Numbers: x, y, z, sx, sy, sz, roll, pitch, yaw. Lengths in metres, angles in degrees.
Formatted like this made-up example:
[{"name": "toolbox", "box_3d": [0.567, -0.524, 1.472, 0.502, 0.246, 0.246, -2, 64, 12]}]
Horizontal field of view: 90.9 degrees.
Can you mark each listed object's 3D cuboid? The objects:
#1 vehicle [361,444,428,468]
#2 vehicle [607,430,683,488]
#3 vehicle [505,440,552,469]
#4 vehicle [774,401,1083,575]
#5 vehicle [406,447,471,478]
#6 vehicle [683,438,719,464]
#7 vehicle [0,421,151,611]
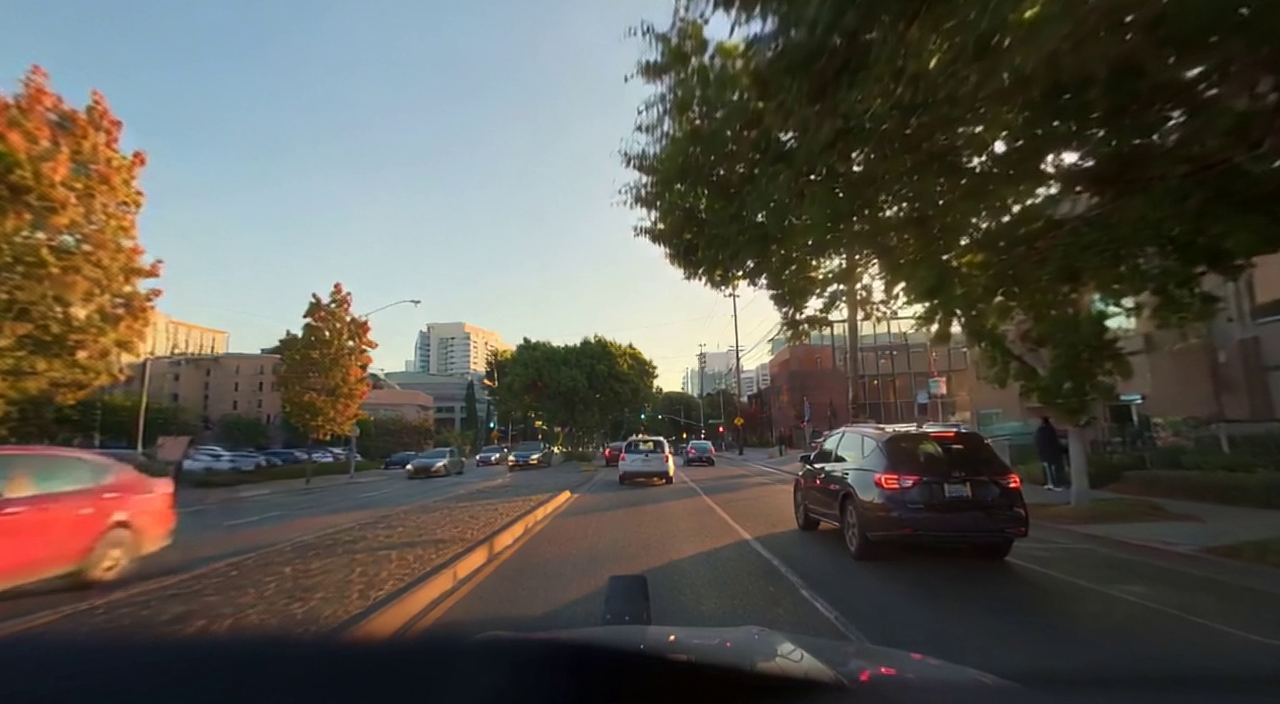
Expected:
[{"name": "vehicle", "box_3d": [-18.719, 7.941, 48.191, 4.290, 1.510, 2.006, -3, -9, 1]}, {"name": "vehicle", "box_3d": [0.147, 3.409, 20.396, 2.200, 1.653, 4.127, 0, -8, 0]}, {"name": "vehicle", "box_3d": [-6.774, 6.270, 38.775, 2.008, 1.638, 4.552, 0, -8, 0]}, {"name": "vehicle", "box_3d": [3.354, 1.689, 8.586, 2.024, 1.711, 4.512, 0, -8, 0]}, {"name": "vehicle", "box_3d": [-10.488, 5.767, 33.210, 1.967, 1.494, 4.483, 0, -9, 0]}, {"name": "vehicle", "box_3d": [3.777, 6.203, 39.564, 1.880, 1.503, 4.130, 0, -9, 0]}, {"name": "vehicle", "box_3d": [-6.680, 1.397, 5.140, 1.936, 1.681, 4.274, 0, -9, -1]}]
